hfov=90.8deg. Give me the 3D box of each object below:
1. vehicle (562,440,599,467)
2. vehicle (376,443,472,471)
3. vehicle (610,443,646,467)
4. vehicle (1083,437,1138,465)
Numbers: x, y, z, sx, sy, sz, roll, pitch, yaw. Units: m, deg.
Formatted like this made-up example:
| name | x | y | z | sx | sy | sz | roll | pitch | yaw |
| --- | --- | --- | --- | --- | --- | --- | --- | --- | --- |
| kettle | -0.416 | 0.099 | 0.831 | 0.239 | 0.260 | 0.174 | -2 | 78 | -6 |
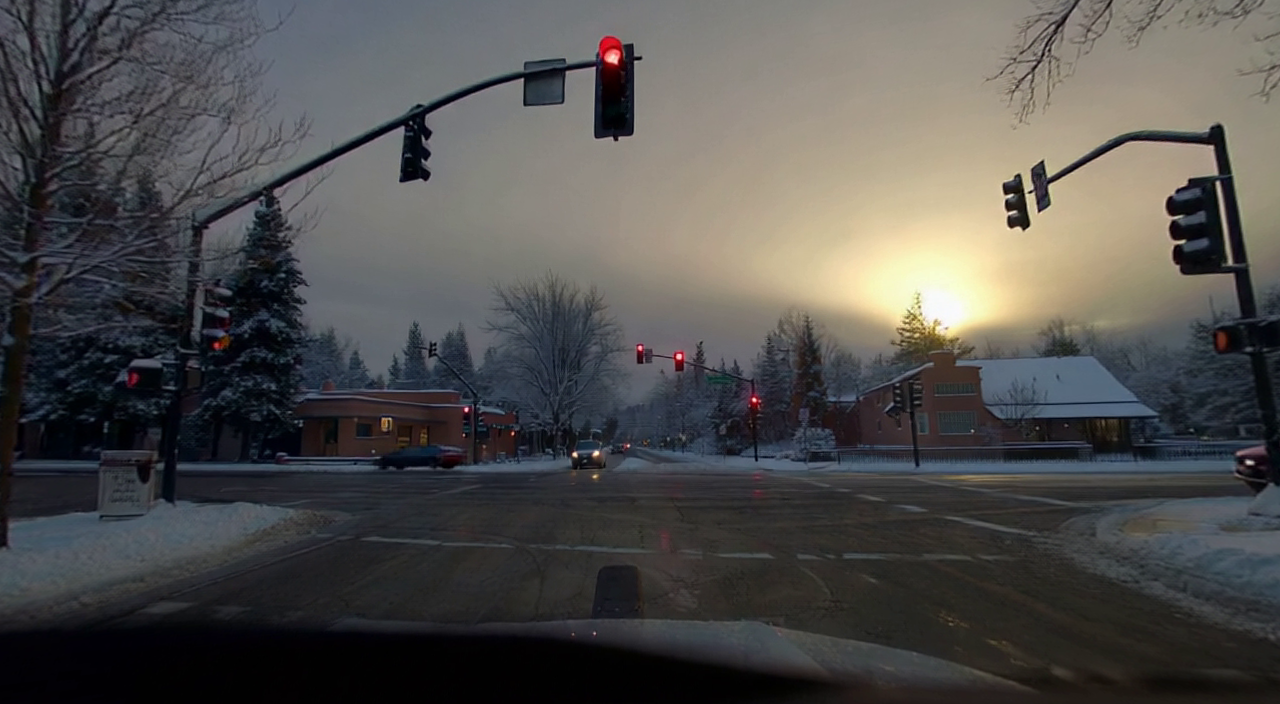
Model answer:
| name | x | y | z | sx | sy | sz | roll | pitch | yaw |
| --- | --- | --- | --- | --- | --- | --- | --- | --- | --- |
| vehicle | -4.120 | 7.101 | 44.276 | 2.251 | 1.756 | 4.610 | 0 | -9 | -2 |
| vehicle | -11.763 | 5.717 | 34.454 | 4.628 | 1.414 | 1.897 | -3 | -9 | 16 |
| vehicle | -0.865 | 6.827 | 41.985 | 2.056 | 1.492 | 3.937 | 1 | -9 | -6 |
| vehicle | 26.958 | 5.658 | 36.147 | 2.092 | 1.474 | 4.046 | -8 | -11 | 40 |
